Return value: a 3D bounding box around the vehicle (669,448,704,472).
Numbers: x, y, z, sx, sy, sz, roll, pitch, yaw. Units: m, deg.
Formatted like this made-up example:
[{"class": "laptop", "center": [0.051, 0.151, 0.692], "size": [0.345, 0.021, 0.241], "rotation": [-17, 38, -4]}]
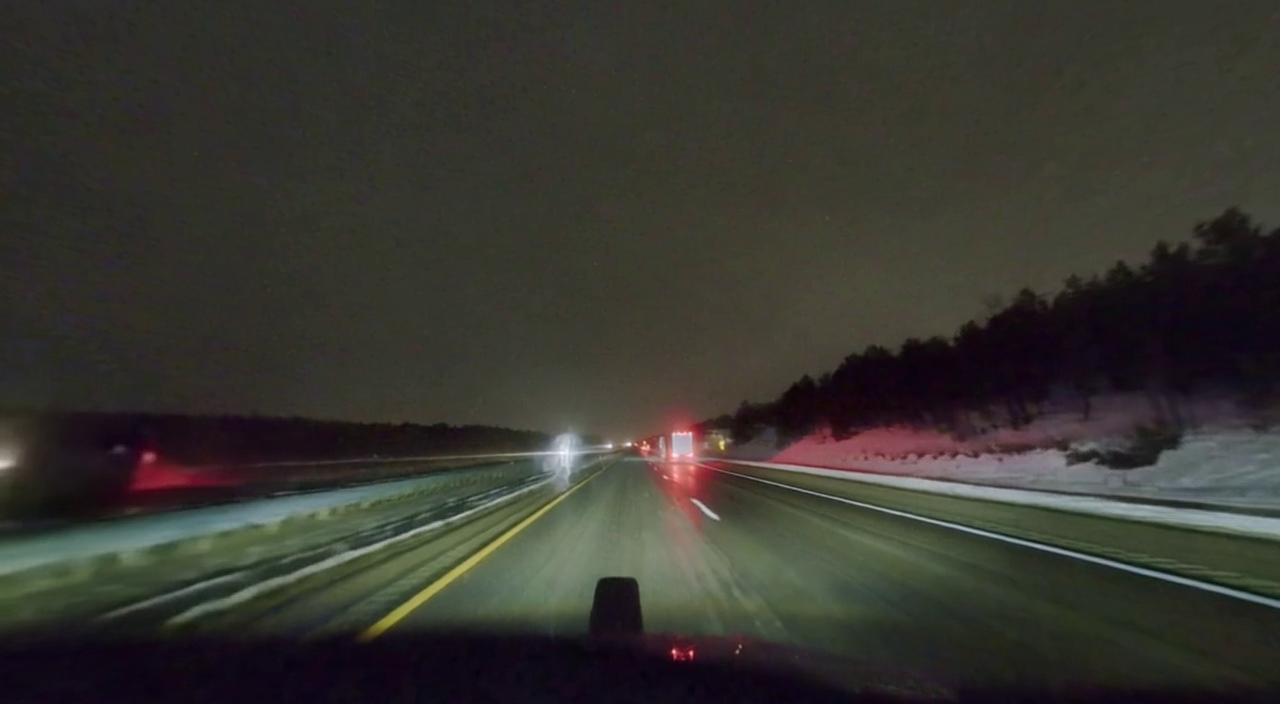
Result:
[{"class": "vehicle", "center": [2.951, 6.941, 40.659], "size": [1.836, 1.459, 3.766], "rotation": [0, -9, -2]}]
